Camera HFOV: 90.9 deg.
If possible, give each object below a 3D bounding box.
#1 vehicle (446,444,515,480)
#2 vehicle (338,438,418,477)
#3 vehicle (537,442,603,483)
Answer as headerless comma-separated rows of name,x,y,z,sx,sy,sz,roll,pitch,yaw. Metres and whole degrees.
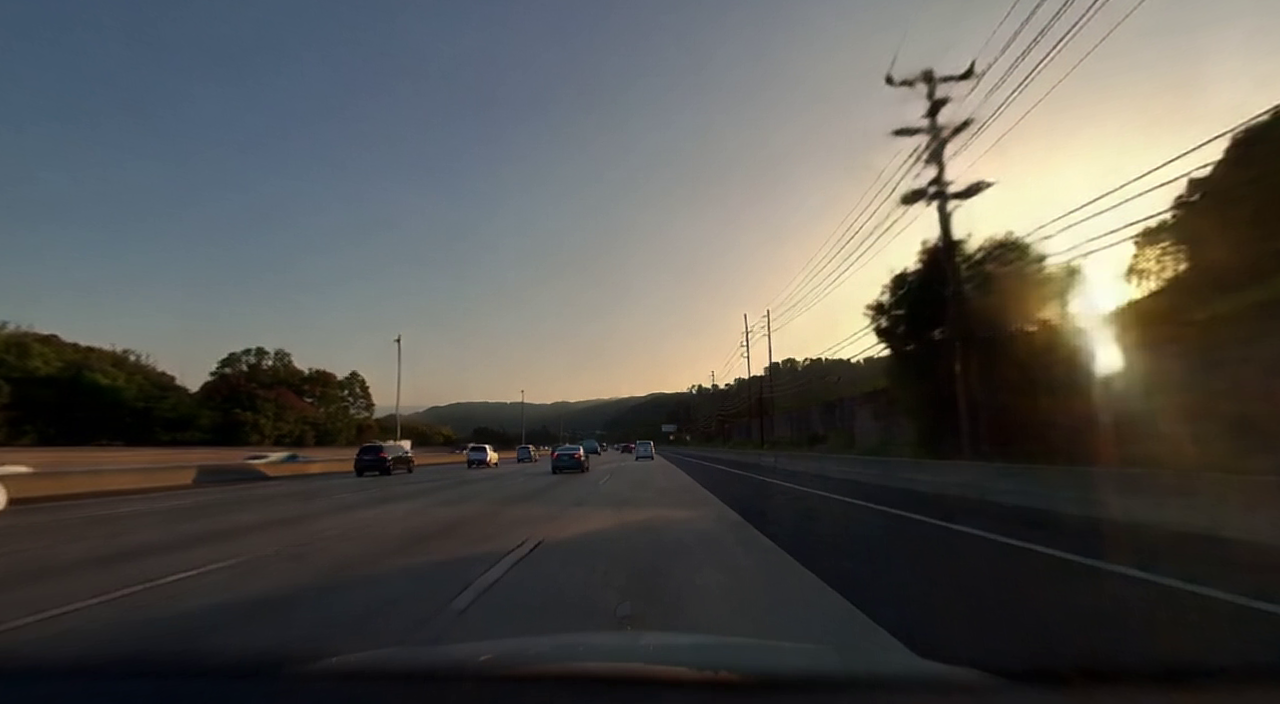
vehicle,-7.081,4.909,28.433,1.899,1.472,4.202,0,-9,2
vehicle,-14.209,5.755,34.619,2.172,1.946,5.017,0,-9,1
vehicle,-2.664,4.345,25.113,2.064,1.446,4.409,0,-9,1
